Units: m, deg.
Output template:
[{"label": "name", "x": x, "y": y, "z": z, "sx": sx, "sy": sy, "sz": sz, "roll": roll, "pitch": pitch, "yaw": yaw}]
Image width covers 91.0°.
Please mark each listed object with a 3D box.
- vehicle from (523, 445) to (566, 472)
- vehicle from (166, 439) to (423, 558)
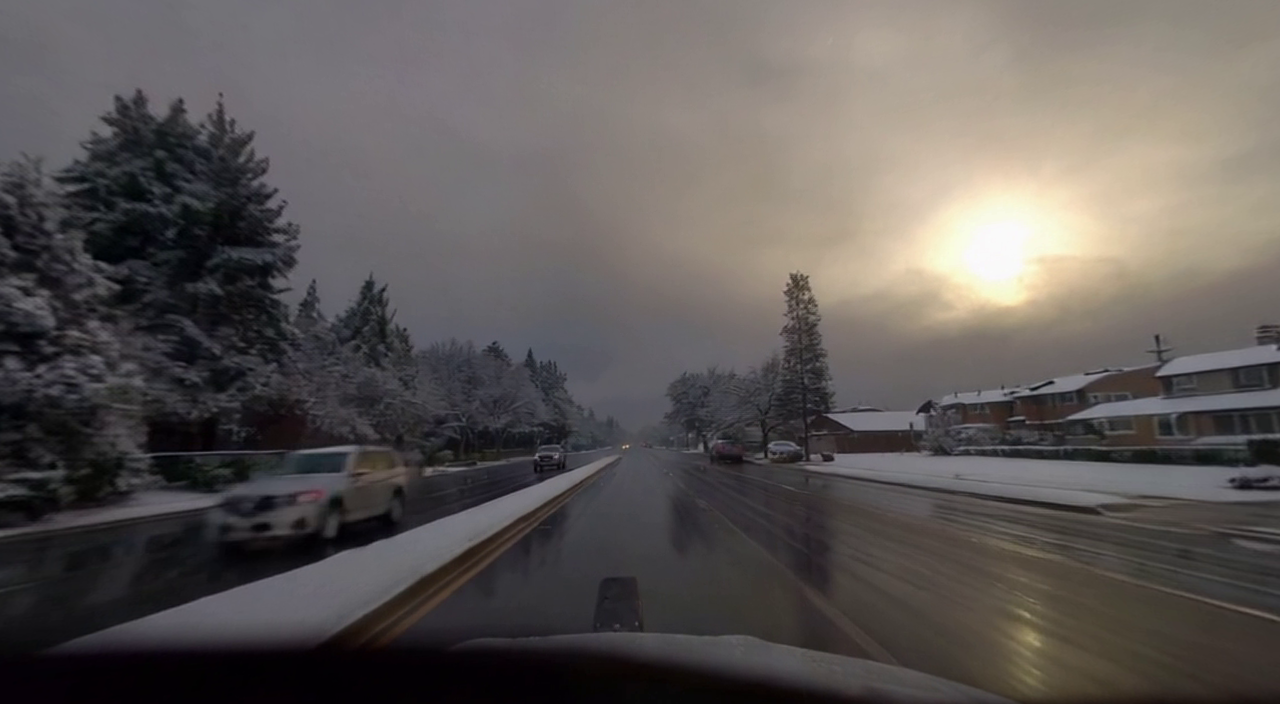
[{"label": "vehicle", "x": -5.807, "y": 6.509, "z": 38.622, "sx": 1.962, "sy": 1.471, "sz": 4.336, "roll": -3, "pitch": -9, "yaw": -1}, {"label": "vehicle", "x": -5.531, "y": 2.365, "z": 10.899, "sx": 1.935, "sy": 1.521, "sz": 4.314, "roll": -4, "pitch": -9, "yaw": 2}]
